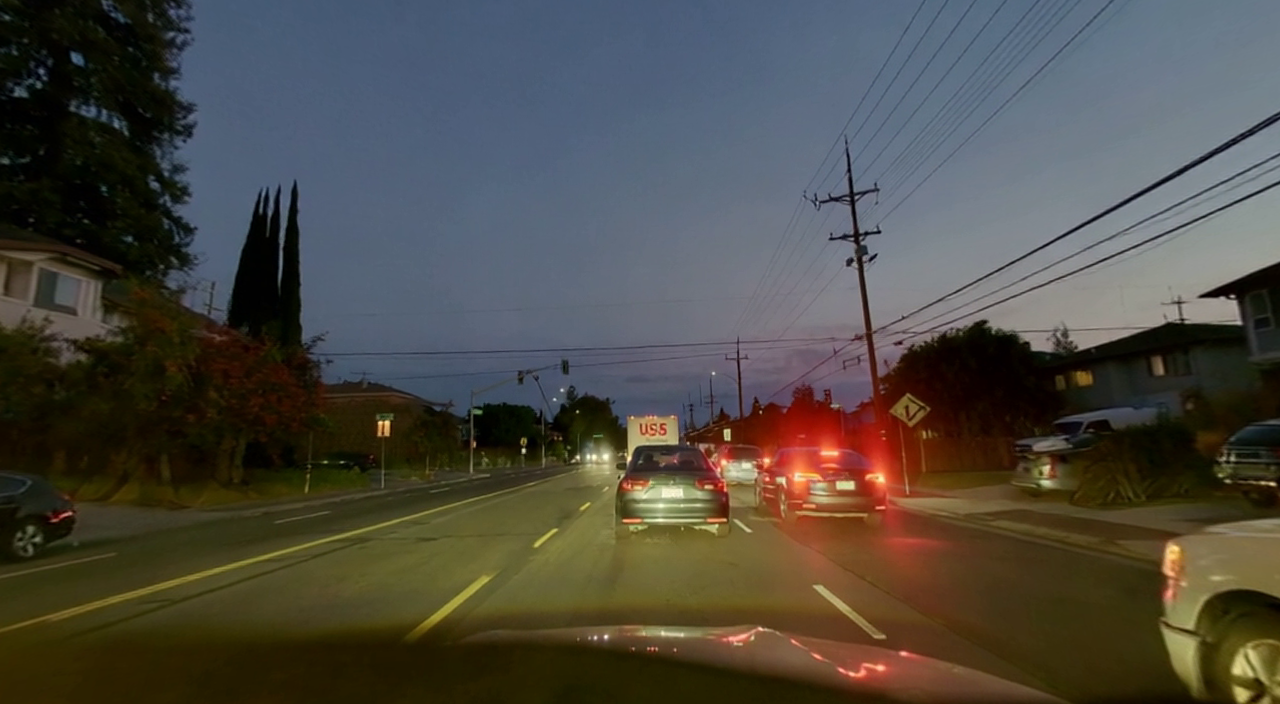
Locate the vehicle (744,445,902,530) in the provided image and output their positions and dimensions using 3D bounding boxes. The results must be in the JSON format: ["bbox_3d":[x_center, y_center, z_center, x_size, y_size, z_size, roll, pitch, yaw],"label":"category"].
[{"bbox_3d":[3.575,2.714,13.265,1.993,1.479,4.487,0,-9,0],"label":"vehicle"}]

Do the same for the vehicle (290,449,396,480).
[{"bbox_3d":[-17.513,6.631,37.186,5.274,1.793,1.921,0,-9,2],"label":"vehicle"}]

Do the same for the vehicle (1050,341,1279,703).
[{"bbox_3d":[3.322,0.643,1.048,2.069,1.722,4.888,0,-9,2],"label":"vehicle"}]

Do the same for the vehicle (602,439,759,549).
[{"bbox_3d":[0.557,2.299,10.913,2.158,1.499,4.377,0,-9,0],"label":"vehicle"}]
